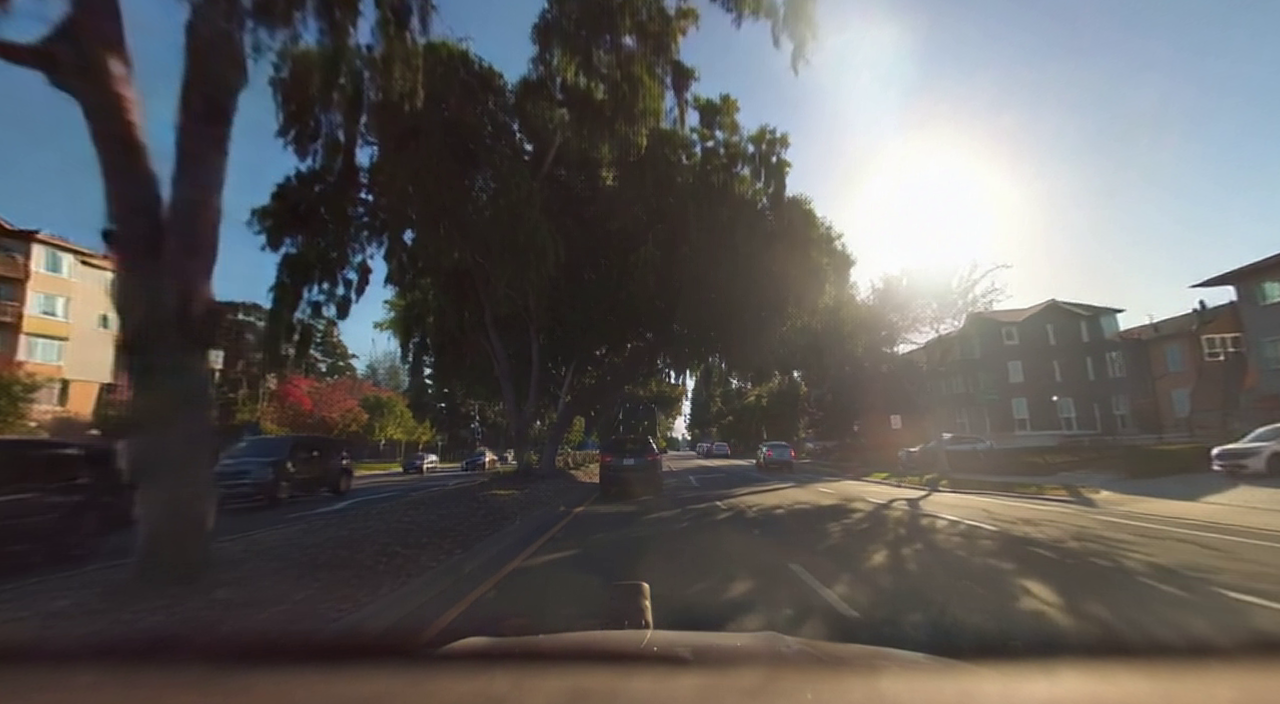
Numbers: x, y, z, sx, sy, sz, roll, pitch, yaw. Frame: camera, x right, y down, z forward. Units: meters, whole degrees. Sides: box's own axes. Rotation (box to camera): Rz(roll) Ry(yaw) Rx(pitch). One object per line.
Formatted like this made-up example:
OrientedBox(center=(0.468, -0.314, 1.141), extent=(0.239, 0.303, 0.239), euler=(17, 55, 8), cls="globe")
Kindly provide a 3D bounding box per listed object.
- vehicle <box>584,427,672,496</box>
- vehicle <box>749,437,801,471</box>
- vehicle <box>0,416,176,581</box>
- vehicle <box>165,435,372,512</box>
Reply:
OrientedBox(center=(-0.307, 3.229, 18.960), extent=(2.332, 1.798, 4.546), euler=(0, -8, 0), cls="vehicle")
OrientedBox(center=(7.476, 5.691, 35.329), extent=(1.971, 1.722, 4.341), euler=(0, -8, 1), cls="vehicle")
OrientedBox(center=(-8.011, 1.614, 6.965), extent=(2.119, 1.778, 4.760), euler=(0, -8, 0), cls="vehicle")
OrientedBox(center=(-10.716, 3.535, 19.061), extent=(2.238, 1.906, 6.264), euler=(-1, -8, 2), cls="vehicle")
